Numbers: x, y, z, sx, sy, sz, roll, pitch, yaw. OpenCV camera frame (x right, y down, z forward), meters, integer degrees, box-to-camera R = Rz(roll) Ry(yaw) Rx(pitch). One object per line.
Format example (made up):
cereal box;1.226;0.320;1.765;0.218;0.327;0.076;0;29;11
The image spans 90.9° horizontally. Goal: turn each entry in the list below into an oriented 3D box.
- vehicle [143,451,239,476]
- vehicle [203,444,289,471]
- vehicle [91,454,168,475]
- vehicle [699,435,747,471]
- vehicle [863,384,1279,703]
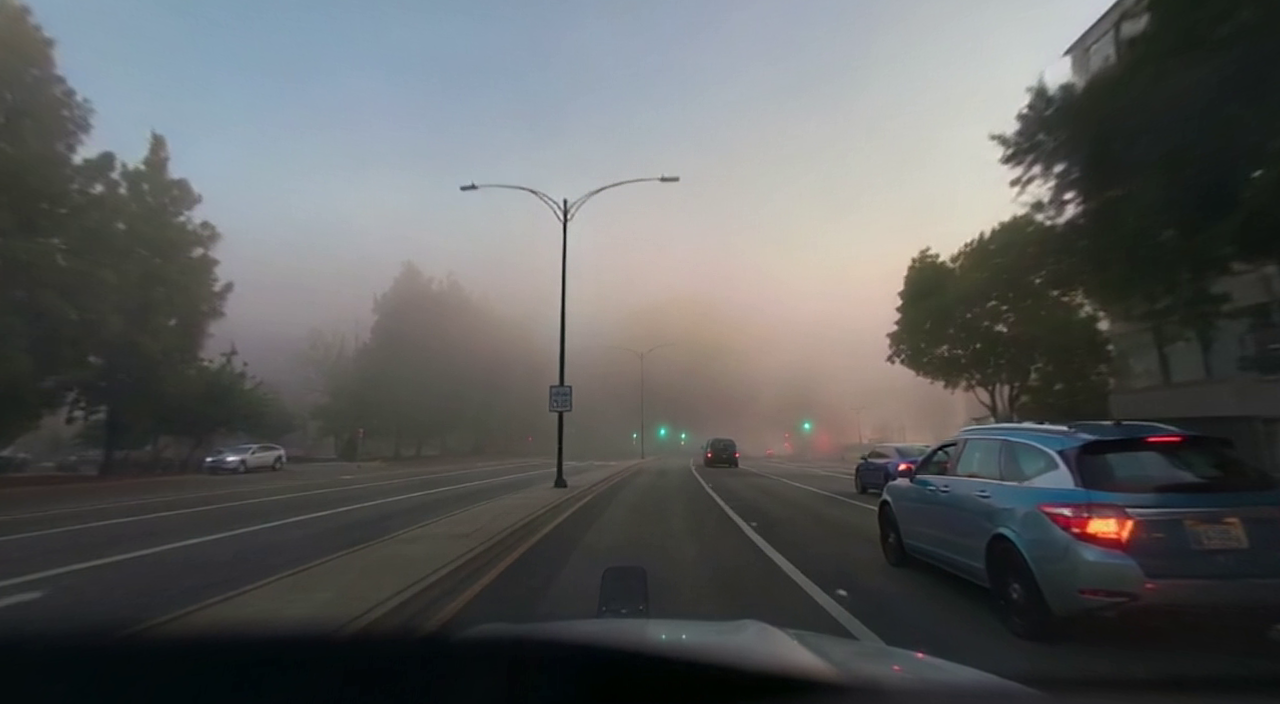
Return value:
vehicle;-26.634;6.603;37.415;4.384;1.416;1.969;-2;-8;8
vehicle;-26.007;6.972;41.686;4.378;1.744;1.981;-1;-8;6
vehicle;-39.067;8.614;48.372;1.868;1.416;4.483;-2;-8;8
vehicle;4.524;5.578;35.021;2.154;1.844;4.634;-1;-8;2
vehicle;3.371;1.243;4.804;1.901;1.634;3.952;-1;-8;1
